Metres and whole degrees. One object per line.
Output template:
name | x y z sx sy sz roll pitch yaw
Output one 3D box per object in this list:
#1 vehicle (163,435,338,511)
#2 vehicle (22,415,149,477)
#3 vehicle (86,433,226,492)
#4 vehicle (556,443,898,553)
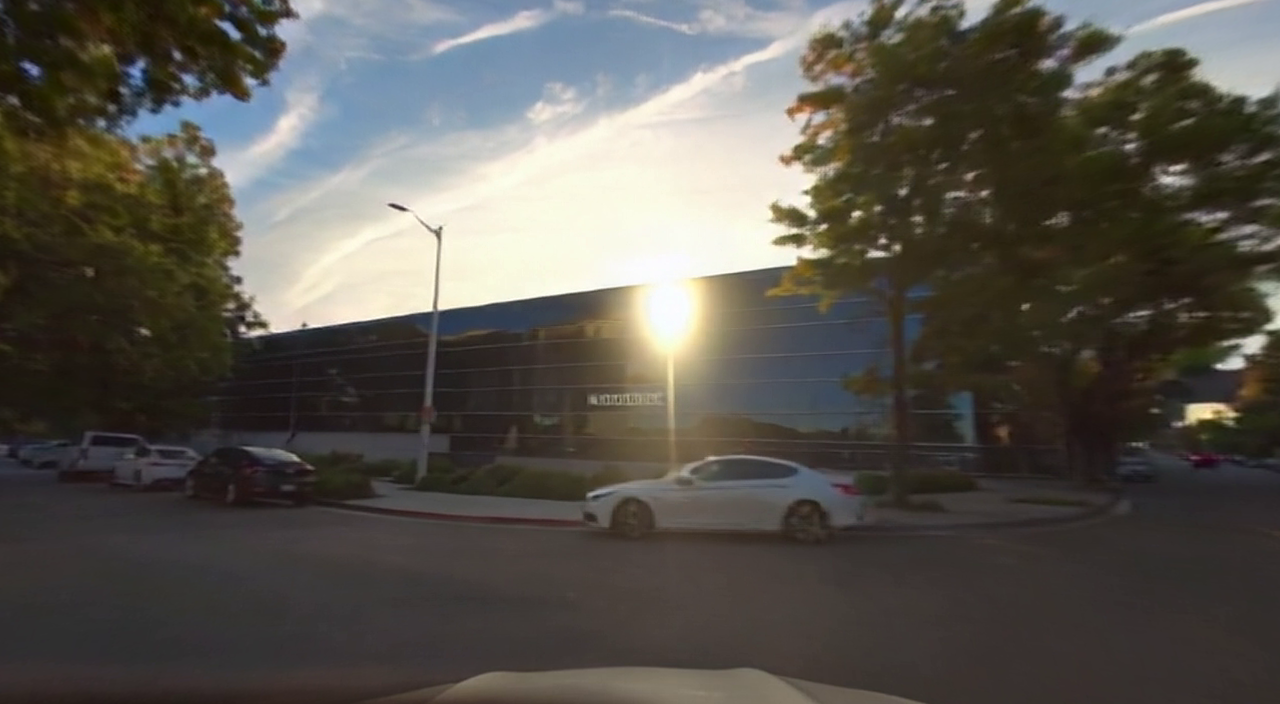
vehicle | -8.998 2.742 14.482 4.118 1.482 1.889 -7 -13 36
vehicle | -19.880 3.410 22.516 4.898 1.972 2.242 -7 -13 37
vehicle | -13.965 3.169 18.107 4.498 1.479 1.815 -7 -13 35
vehicle | 1.214 2.236 9.876 4.770 1.448 1.983 1 -11 0
